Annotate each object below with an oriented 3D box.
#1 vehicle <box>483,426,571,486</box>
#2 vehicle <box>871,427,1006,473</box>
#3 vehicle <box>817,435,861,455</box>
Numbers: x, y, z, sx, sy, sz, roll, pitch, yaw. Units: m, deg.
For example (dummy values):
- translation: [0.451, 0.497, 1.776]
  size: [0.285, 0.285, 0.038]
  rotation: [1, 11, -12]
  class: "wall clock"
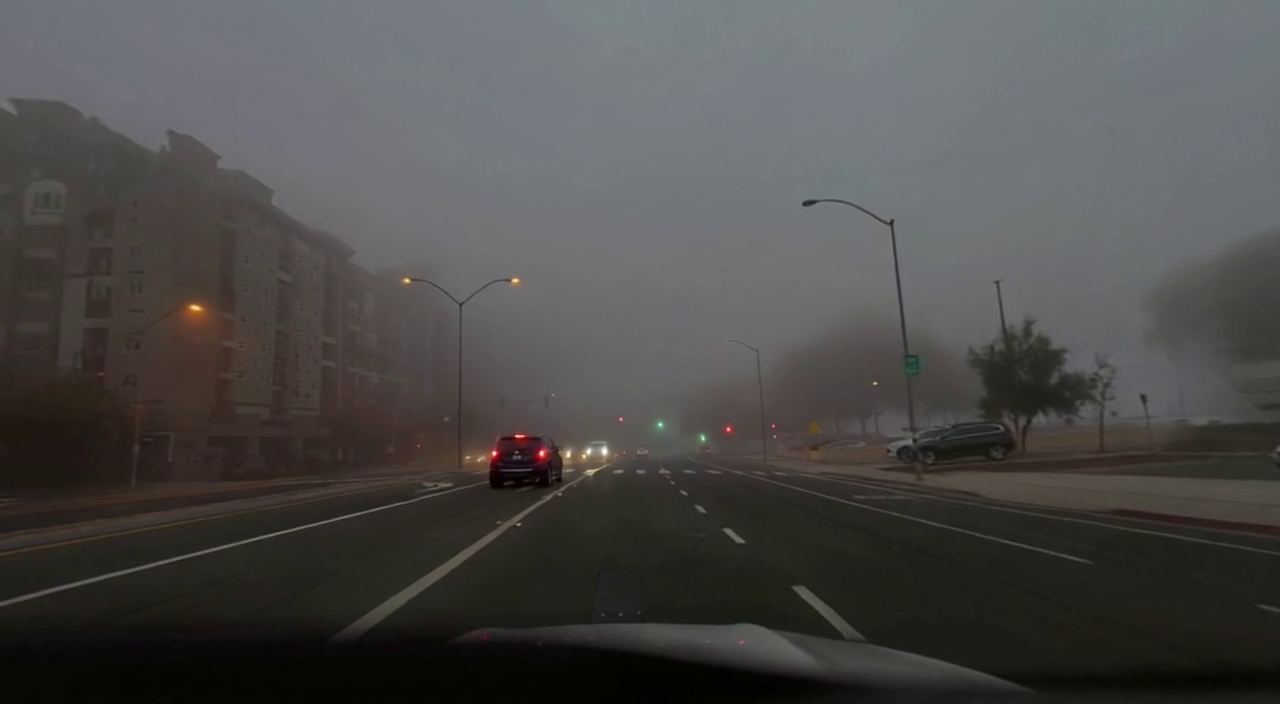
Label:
- translation: [-3.922, 3.732, 22.886]
  size: [2.220, 1.888, 4.904]
  rotation: [0, -9, 0]
  class: "vehicle"
- translation: [11.745, 3.902, 25.229]
  size: [4.399, 1.722, 2.202]
  rotation: [-2, -9, 12]
  class: "vehicle"
- translation: [14.926, 6.987, 47.563]
  size: [1.865, 1.425, 4.439]
  rotation: [0, -9, 0]
  class: "vehicle"
